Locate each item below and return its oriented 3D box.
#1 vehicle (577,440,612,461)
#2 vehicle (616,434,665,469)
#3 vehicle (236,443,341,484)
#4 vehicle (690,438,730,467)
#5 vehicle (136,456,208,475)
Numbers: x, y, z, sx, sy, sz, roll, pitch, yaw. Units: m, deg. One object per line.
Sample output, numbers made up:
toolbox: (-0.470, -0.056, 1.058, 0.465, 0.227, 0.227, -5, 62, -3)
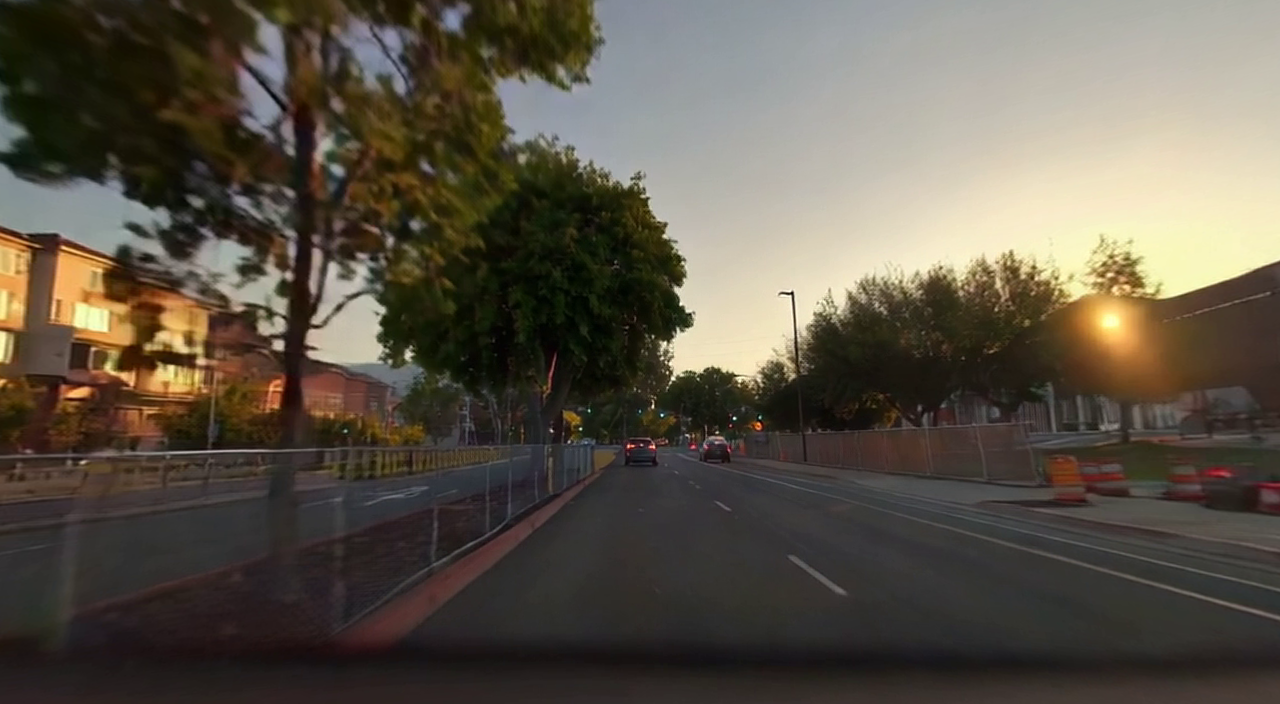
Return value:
vehicle: (-3.270, 7.186, 46.223, 2.189, 1.441, 4.350, 0, -8, 0)
vehicle: (0.122, 5.242, 33.358, 2.000, 1.671, 4.276, -1, -8, 8)
vehicle: (-14.492, 4.576, 26.288, 1.868, 1.528, 4.317, 0, -8, 0)
vehicle: (3.757, 5.392, 33.973, 1.974, 1.490, 4.231, -1, -8, 6)
vehicle: (-37.042, 8.989, 49.902, 4.335, 1.426, 1.719, -1, -8, 2)
